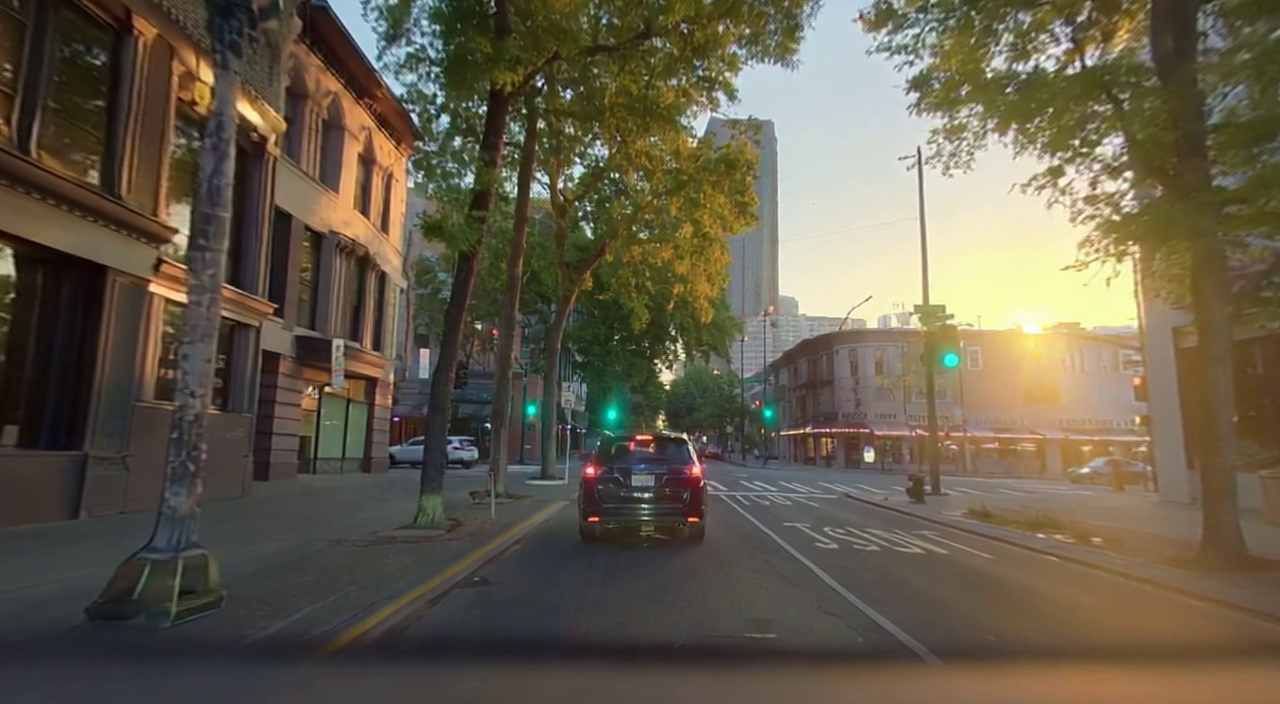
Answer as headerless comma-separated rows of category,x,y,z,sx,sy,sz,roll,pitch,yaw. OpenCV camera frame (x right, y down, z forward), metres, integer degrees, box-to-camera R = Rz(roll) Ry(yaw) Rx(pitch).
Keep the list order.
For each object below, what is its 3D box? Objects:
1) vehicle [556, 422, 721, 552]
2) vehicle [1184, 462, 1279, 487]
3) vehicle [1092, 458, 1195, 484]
vehicle,-0.008,1.992,9.957,2.079,1.621,3.861,0,-8,1
vehicle,36.064,7.383,38.141,4.457,1.409,1.873,0,-9,0
vehicle,30.347,7.139,38.032,4.668,1.441,1.904,0,-9,-4
